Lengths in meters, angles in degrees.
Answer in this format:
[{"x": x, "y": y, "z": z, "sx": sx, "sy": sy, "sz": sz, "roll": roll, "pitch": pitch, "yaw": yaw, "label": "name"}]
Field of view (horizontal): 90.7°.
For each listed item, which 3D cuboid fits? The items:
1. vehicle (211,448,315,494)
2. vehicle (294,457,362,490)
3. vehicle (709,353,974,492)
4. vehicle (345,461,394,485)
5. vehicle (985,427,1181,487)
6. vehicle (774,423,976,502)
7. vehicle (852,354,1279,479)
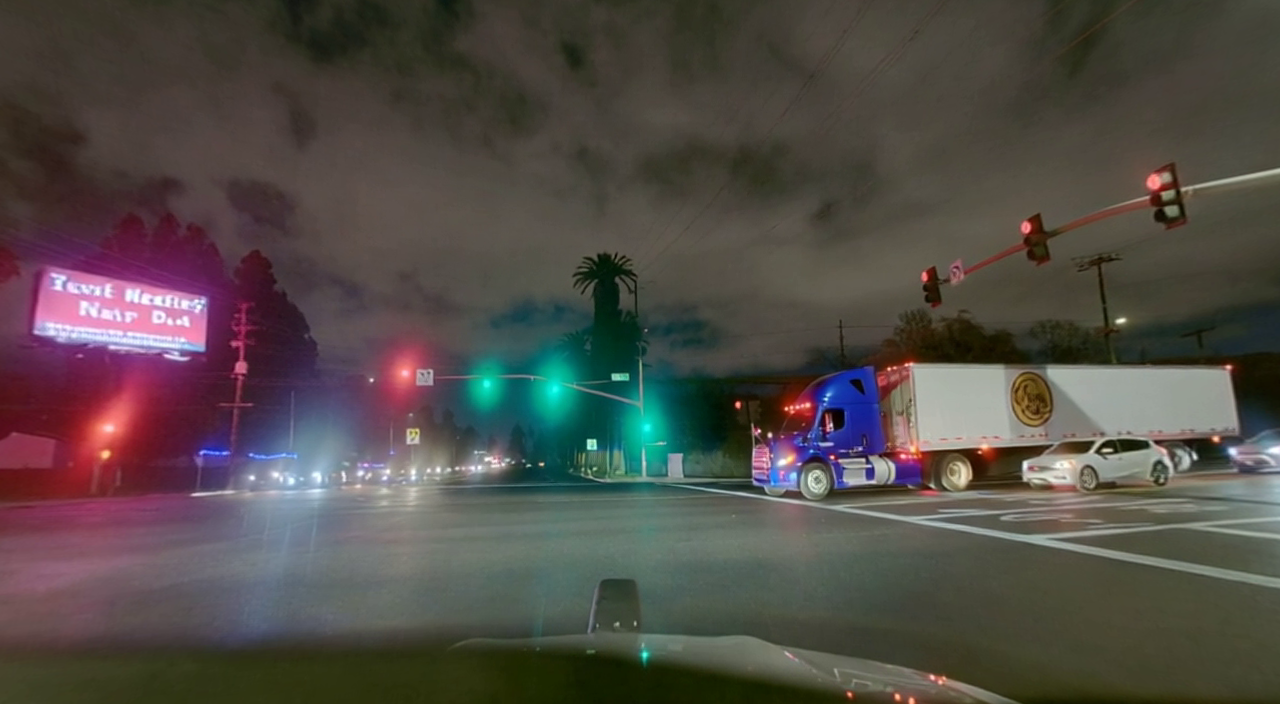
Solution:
[{"x": -23.218, "y": 7.284, "z": 39.398, "sx": 2.989, "sy": 2.573, "sz": 6.053, "roll": 0, "pitch": -9, "yaw": -4, "label": "vehicle"}, {"x": -18.794, "y": 7.325, "z": 38.429, "sx": 2.028, "sy": 1.744, "sz": 4.876, "roll": 0, "pitch": -9, "yaw": -5, "label": "vehicle"}, {"x": 6.850, "y": 2.490, "z": 22.183, "sx": 8.167, "sy": 4.352, "sz": 3.029, "roll": 1, "pitch": -9, "yaw": -11, "label": "vehicle"}, {"x": -19.854, "y": 8.830, "z": 46.599, "sx": 1.834, "sy": 1.521, "sz": 4.970, "roll": 0, "pitch": -9, "yaw": -5, "label": "vehicle"}, {"x": 13.880, "y": 3.312, "z": 19.962, "sx": 4.958, "sy": 1.510, "sz": 1.949, "roll": -2, "pitch": -10, "yaw": -10, "label": "vehicle"}, {"x": 6.897, "y": 3.270, "z": 18.883, "sx": 5.079, "sy": 1.893, "sz": 2.200, "roll": -2, "pitch": -10, "yaw": -12, "label": "vehicle"}, {"x": 16.753, "y": 2.511, "z": 24.101, "sx": 17.071, "sy": 4.151, "sz": 2.876, "roll": 1, "pitch": -9, "yaw": -11, "label": "vehicle"}]
